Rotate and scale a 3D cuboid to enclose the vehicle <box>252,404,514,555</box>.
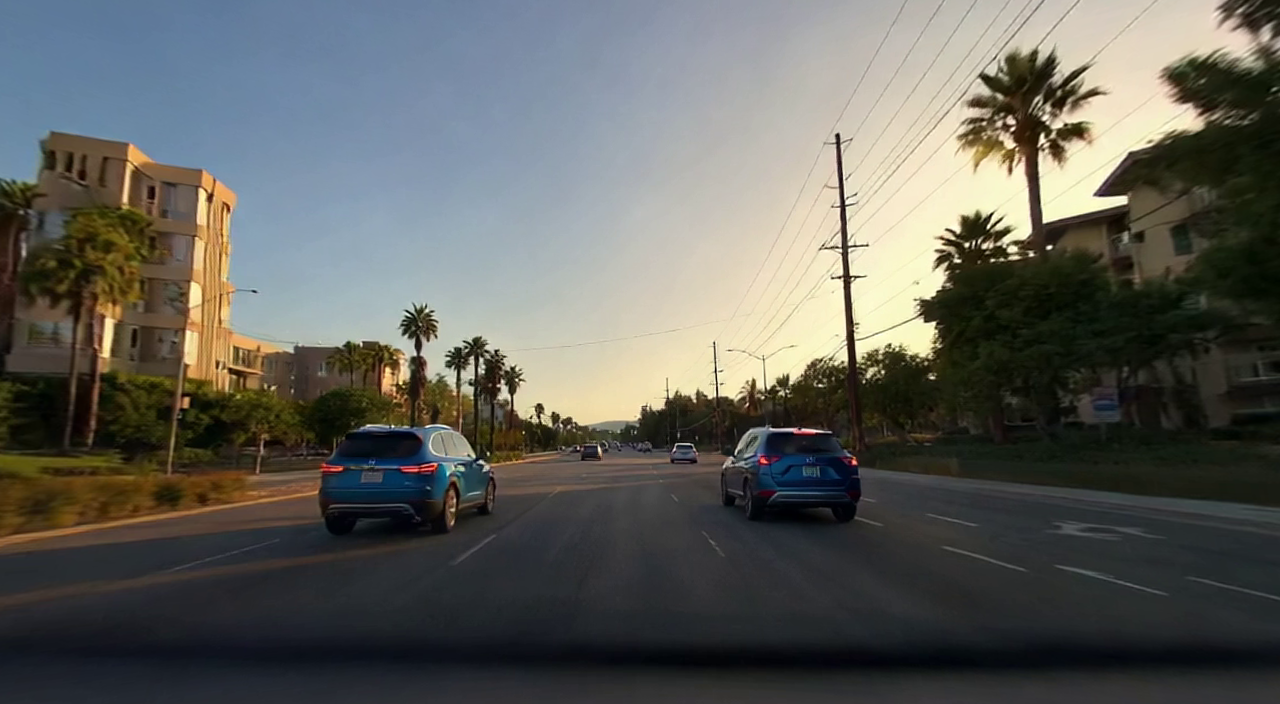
[{"bbox_3d":[-3.603,1.911,10.108,2.169,1.796,4.821,0,-9,0],"label":"vehicle"}]

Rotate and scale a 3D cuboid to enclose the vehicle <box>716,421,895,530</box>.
[{"bbox_3d":[2.894,2.279,12.165,2.198,1.706,4.166,0,-9,-1],"label":"vehicle"}]

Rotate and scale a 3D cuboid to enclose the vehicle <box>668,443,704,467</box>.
[{"bbox_3d":[2.971,6.809,41.804,1.981,1.472,3.923,0,-9,-2],"label":"vehicle"}]

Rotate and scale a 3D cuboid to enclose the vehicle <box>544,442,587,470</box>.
[{"bbox_3d":[-4.245,6.016,36.601,2.040,1.482,4.121,0,-9,0],"label":"vehicle"}]
